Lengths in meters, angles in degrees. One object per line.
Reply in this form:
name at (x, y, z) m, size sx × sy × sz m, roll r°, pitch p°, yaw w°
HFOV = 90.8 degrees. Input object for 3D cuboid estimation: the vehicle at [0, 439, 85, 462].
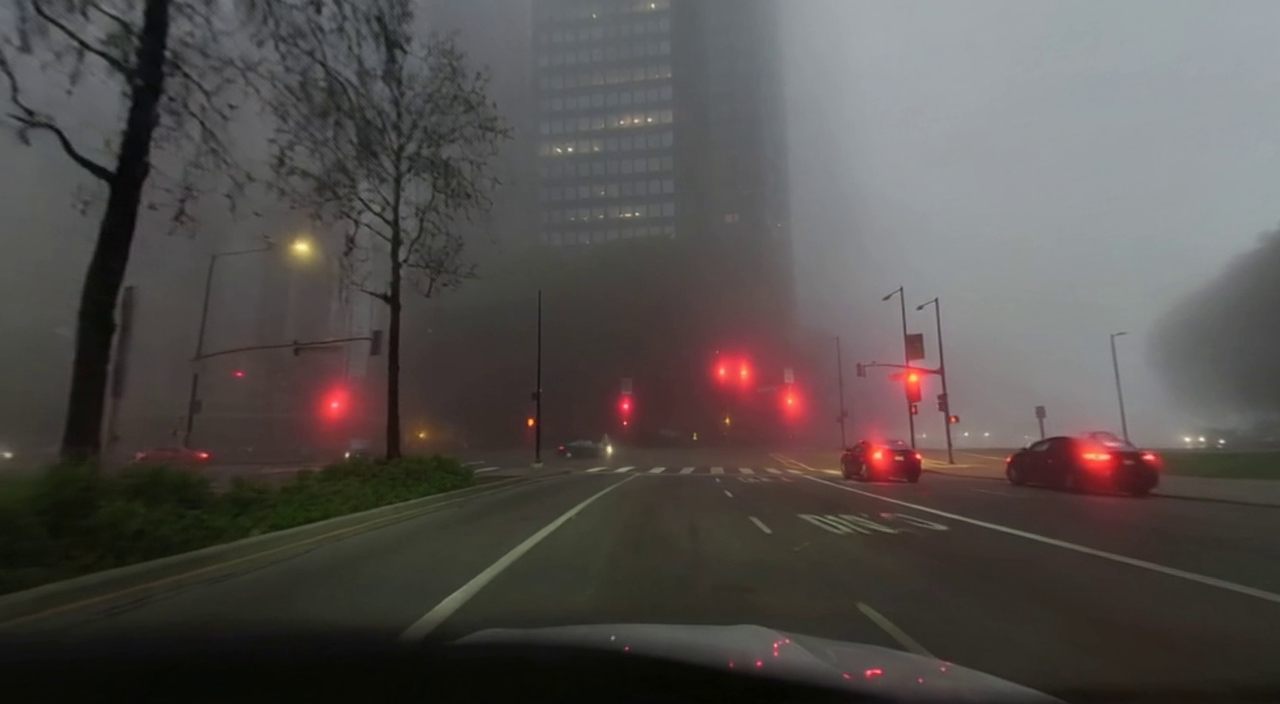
vehicle at (-46.094, 7.588, 48.686) m, size 4.651 × 1.737 × 2.062 m, roll 0°, pitch -8°, yaw 1°

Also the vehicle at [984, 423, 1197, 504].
vehicle at (11.529, 2.883, 16.757) m, size 2.027 × 1.810 × 4.854 m, roll 0°, pitch -9°, yaw 0°

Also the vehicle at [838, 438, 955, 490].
vehicle at (8.175, 3.605, 20.715) m, size 1.936 × 1.489 × 4.885 m, roll -1°, pitch -9°, yaw 2°

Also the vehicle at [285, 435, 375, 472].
vehicle at (-17.173, 5.587, 34.964) m, size 4.779 × 1.910 × 2.125 m, roll -5°, pitch -10°, yaw 30°

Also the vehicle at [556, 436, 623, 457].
vehicle at (-3.690, 6.952, 46.412) m, size 4.762 × 1.420 × 1.814 m, roll 0°, pitch -9°, yaw 1°

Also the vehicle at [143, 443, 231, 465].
vehicle at (-30.634, 6.898, 42.793) m, size 4.503 × 1.475 × 1.789 m, roll 0°, pitch -9°, yaw 0°

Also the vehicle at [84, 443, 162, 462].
vehicle at (-39.990, 7.777, 48.918) m, size 4.379 × 1.444 × 1.781 m, roll 0°, pitch -9°, yaw -1°
